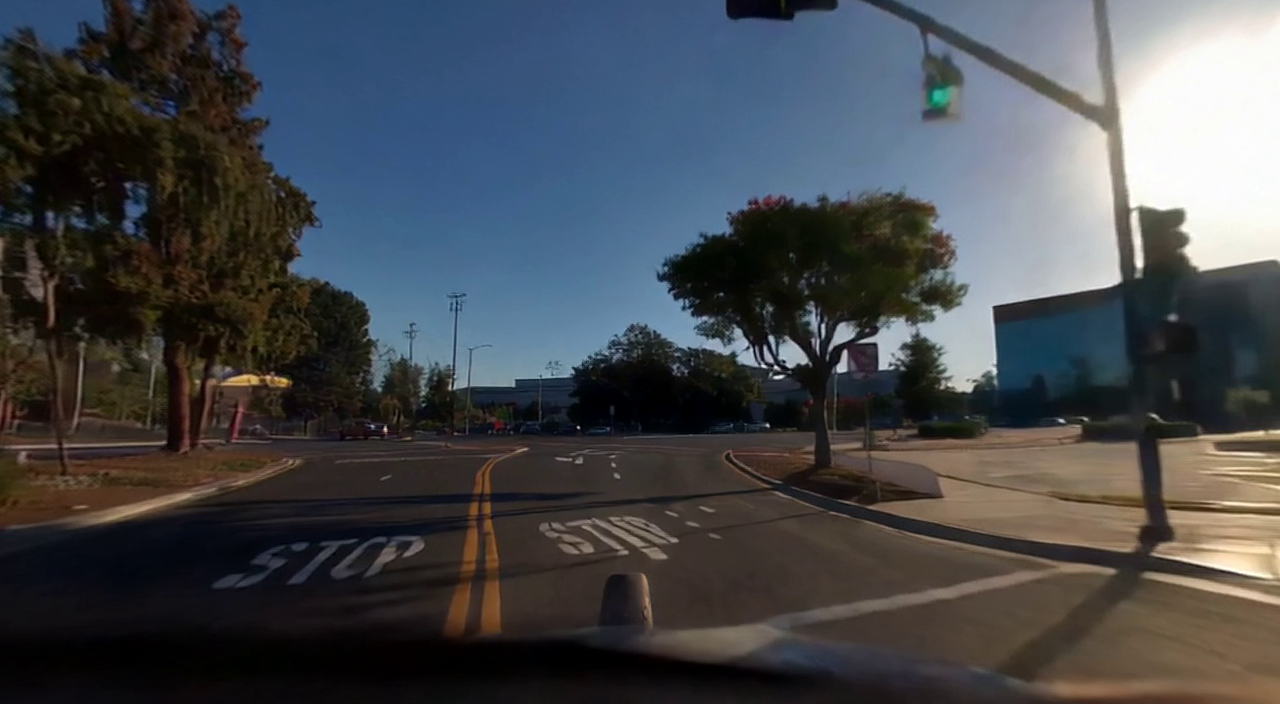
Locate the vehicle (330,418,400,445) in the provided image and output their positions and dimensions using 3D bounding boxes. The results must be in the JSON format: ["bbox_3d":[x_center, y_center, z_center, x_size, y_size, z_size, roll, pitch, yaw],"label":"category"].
[{"bbox_3d":[-20.733,6.019,47.421,5.570,1.923,2.336,-6,-10,37],"label":"vehicle"}]
